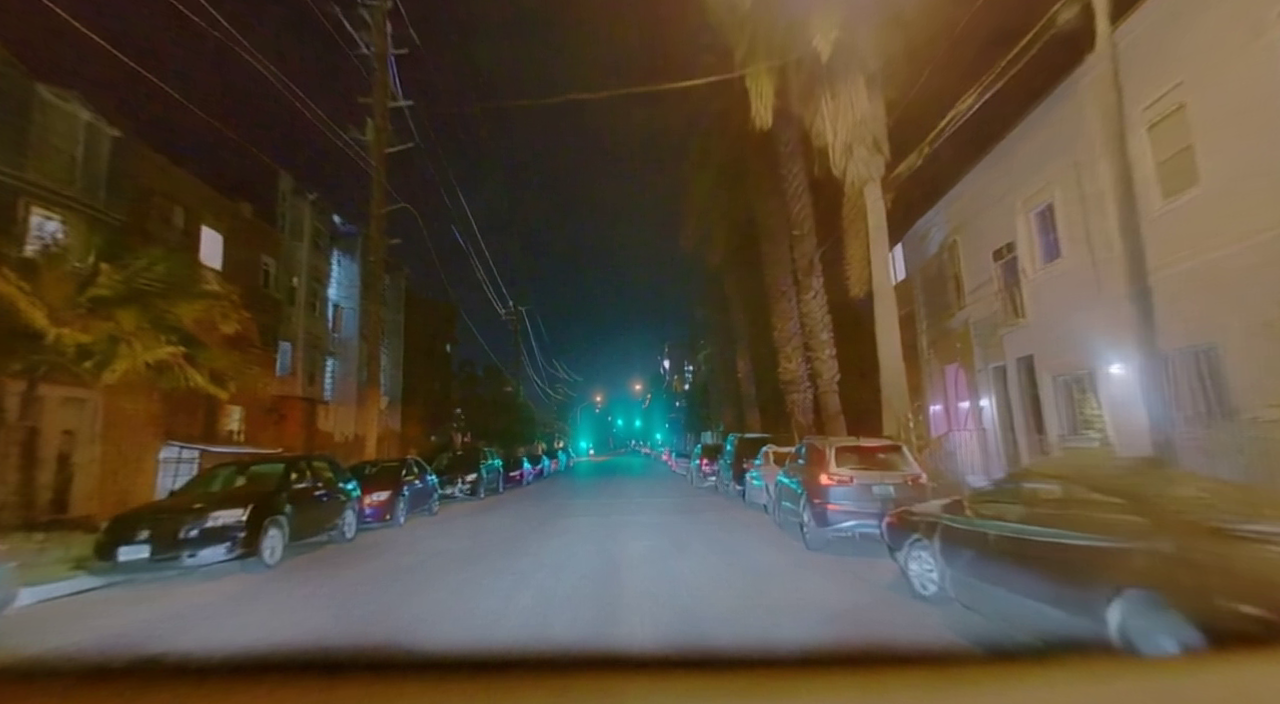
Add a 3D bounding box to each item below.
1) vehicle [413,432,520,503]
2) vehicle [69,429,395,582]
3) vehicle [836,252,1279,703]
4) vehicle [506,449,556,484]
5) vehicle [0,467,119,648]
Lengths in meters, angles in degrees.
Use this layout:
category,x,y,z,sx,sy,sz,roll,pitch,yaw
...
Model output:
category,x,y,z,sx,sy,sz,roll,pitch,yaw
vehicle,-6.138,4.143,23.230,2.281,2.248,5.873,0,-8,0
vehicle,-6.226,2.335,10.632,2.349,1.952,4.848,0,-8,-2
vehicle,3.091,0.968,3.938,2.182,1.964,4.796,0,-8,0
vehicle,-6.460,6.780,37.663,2.131,1.777,4.783,-3,-8,-1
vehicle,-6.262,1.566,4.067,1.874,1.449,4.622,0,-8,-1
